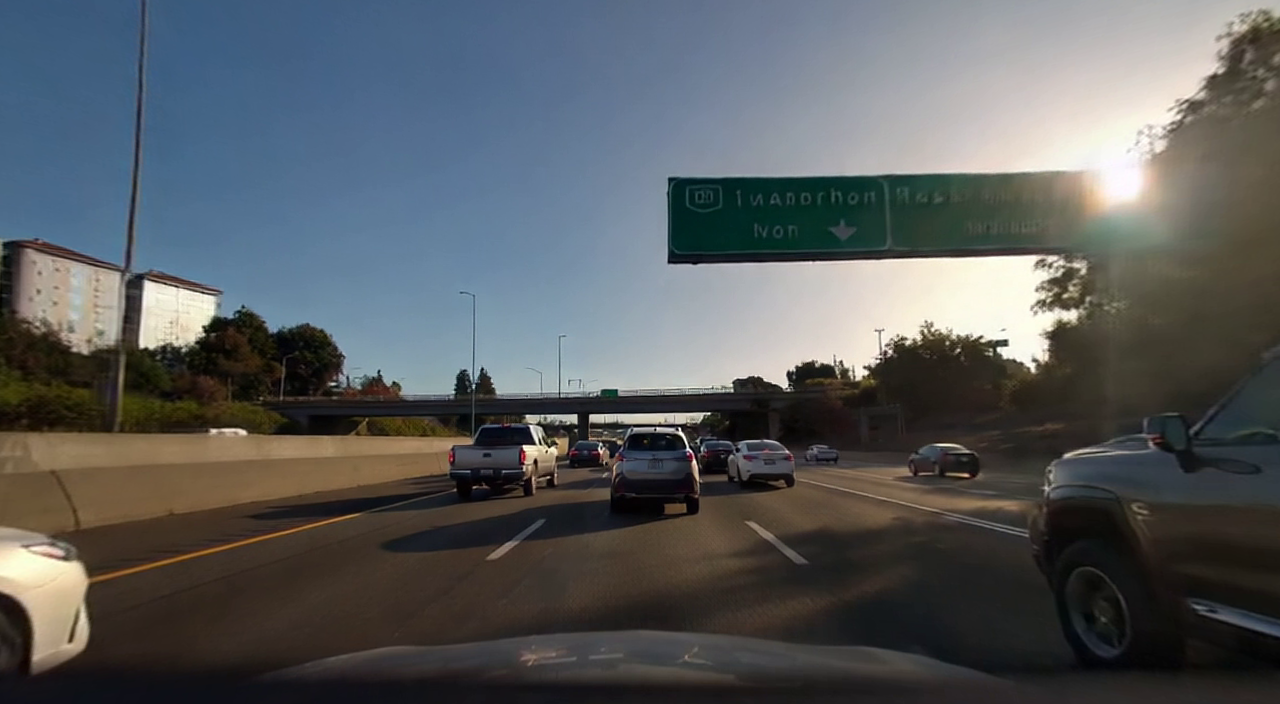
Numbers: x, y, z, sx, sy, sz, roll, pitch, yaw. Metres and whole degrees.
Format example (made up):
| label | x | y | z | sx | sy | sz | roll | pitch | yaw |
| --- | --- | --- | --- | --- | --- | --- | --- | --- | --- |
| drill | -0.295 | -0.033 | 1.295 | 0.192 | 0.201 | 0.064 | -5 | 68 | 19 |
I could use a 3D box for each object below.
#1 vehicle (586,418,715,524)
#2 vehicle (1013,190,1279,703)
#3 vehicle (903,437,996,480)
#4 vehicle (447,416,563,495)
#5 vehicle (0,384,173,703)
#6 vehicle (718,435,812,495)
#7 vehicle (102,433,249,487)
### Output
| label | x | y | z | sx | sy | sz | roll | pitch | yaw |
| --- | --- | --- | --- | --- | --- | --- | --- | --- | --- |
| vehicle | 0.219 | 2.337 | 12.850 | 2.181 | 1.756 | 4.167 | 0 | -9 | 1 |
| vehicle | 3.548 | 0.367 | 1.313 | 2.300 | 2.242 | 5.327 | 0 | -9 | 1 |
| vehicle | 13.856 | 4.782 | 28.513 | 2.085 | 1.754 | 4.466 | 0 | -9 | 3 |
| vehicle | -4.055 | 3.259 | 20.178 | 2.212 | 2.101 | 6.052 | 0 | -9 | 1 |
| vehicle | -3.749 | 0.706 | 1.197 | 2.014 | 1.579 | 4.761 | 0 | -9 | 1 |
| vehicle | 3.719 | 3.458 | 19.687 | 2.022 | 1.633 | 4.651 | 0 | -8 | 0 |
| vehicle | -18.416 | 4.292 | 25.346 | 2.090 | 1.916 | 4.843 | 0 | -8 | 1 |
